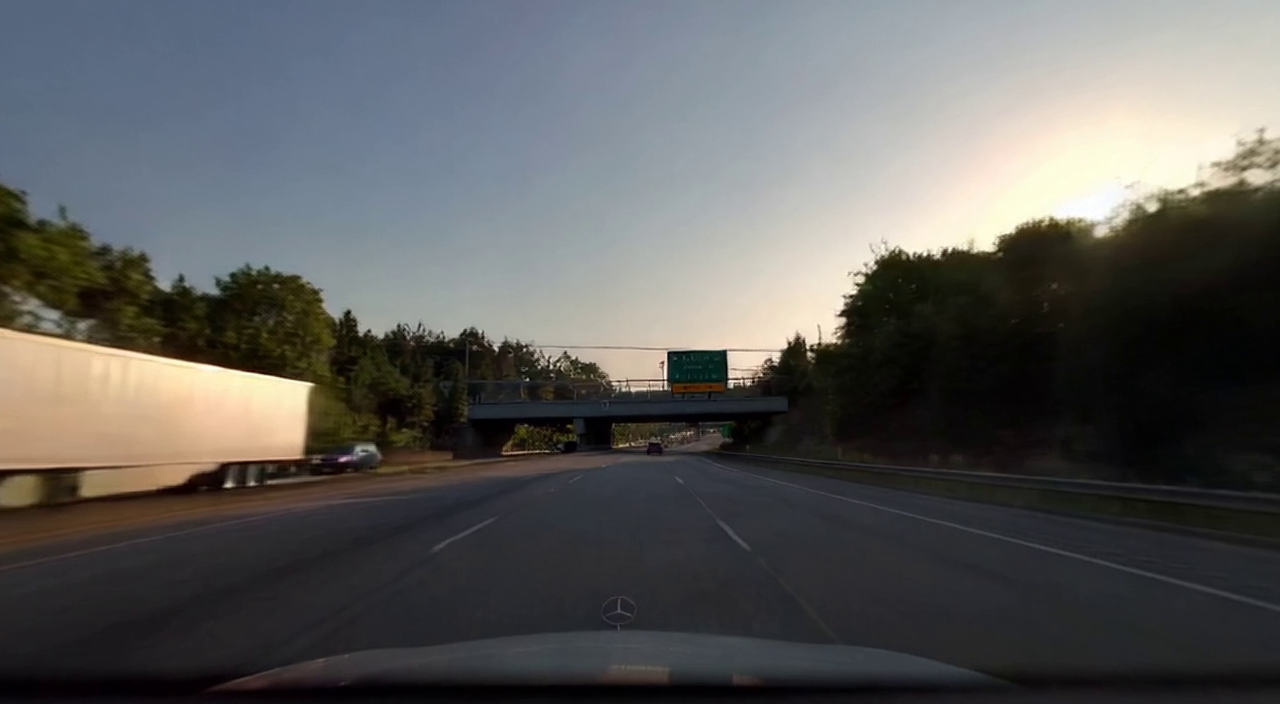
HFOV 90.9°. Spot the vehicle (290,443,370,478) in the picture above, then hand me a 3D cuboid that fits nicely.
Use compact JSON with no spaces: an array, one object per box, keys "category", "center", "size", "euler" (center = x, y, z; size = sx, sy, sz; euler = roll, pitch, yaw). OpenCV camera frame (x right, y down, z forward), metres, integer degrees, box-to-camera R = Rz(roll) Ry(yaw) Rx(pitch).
[{"category":"vehicle","center":[-16.729,5.863,34.278],"size":[1.970,1.694,4.610],"euler":[0,-8,1]}]
